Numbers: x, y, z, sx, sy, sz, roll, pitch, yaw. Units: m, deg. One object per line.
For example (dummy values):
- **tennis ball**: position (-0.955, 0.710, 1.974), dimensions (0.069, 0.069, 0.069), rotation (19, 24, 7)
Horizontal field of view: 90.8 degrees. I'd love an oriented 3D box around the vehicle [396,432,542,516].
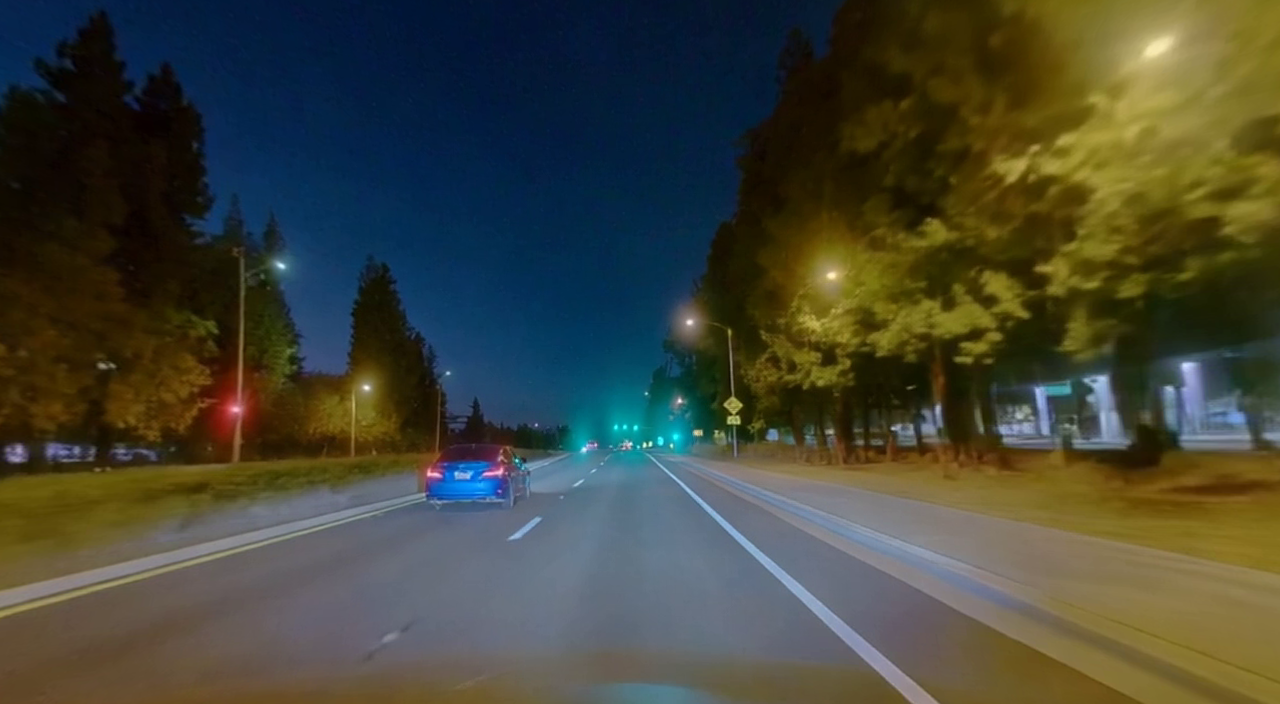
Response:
- **vehicle**: position (-3.352, 2.472, 13.307), dimensions (1.964, 1.472, 4.078), rotation (0, -8, -1)
